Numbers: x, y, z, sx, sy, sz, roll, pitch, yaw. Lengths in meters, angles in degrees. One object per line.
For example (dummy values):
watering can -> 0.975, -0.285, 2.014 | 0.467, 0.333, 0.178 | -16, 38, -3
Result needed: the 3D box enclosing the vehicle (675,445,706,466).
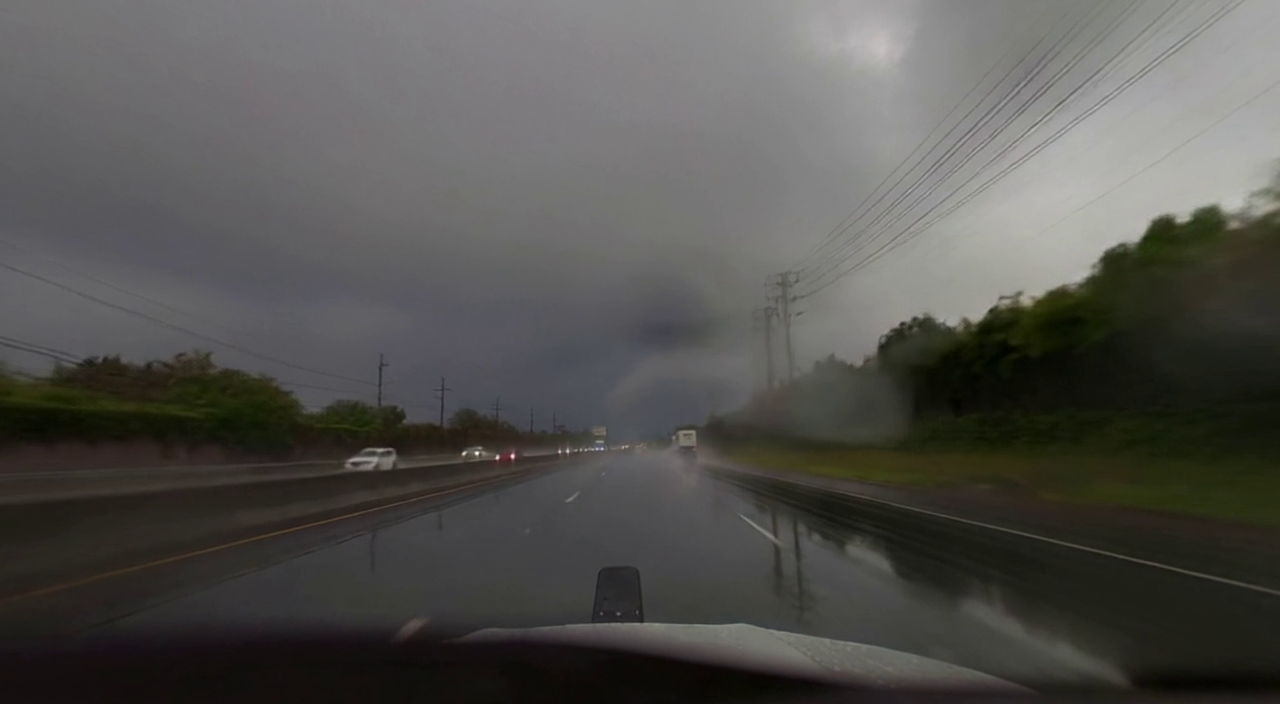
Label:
vehicle -> 3.907, 8.105, 49.371 | 2.054, 1.565, 4.089 | 0, -9, 0
